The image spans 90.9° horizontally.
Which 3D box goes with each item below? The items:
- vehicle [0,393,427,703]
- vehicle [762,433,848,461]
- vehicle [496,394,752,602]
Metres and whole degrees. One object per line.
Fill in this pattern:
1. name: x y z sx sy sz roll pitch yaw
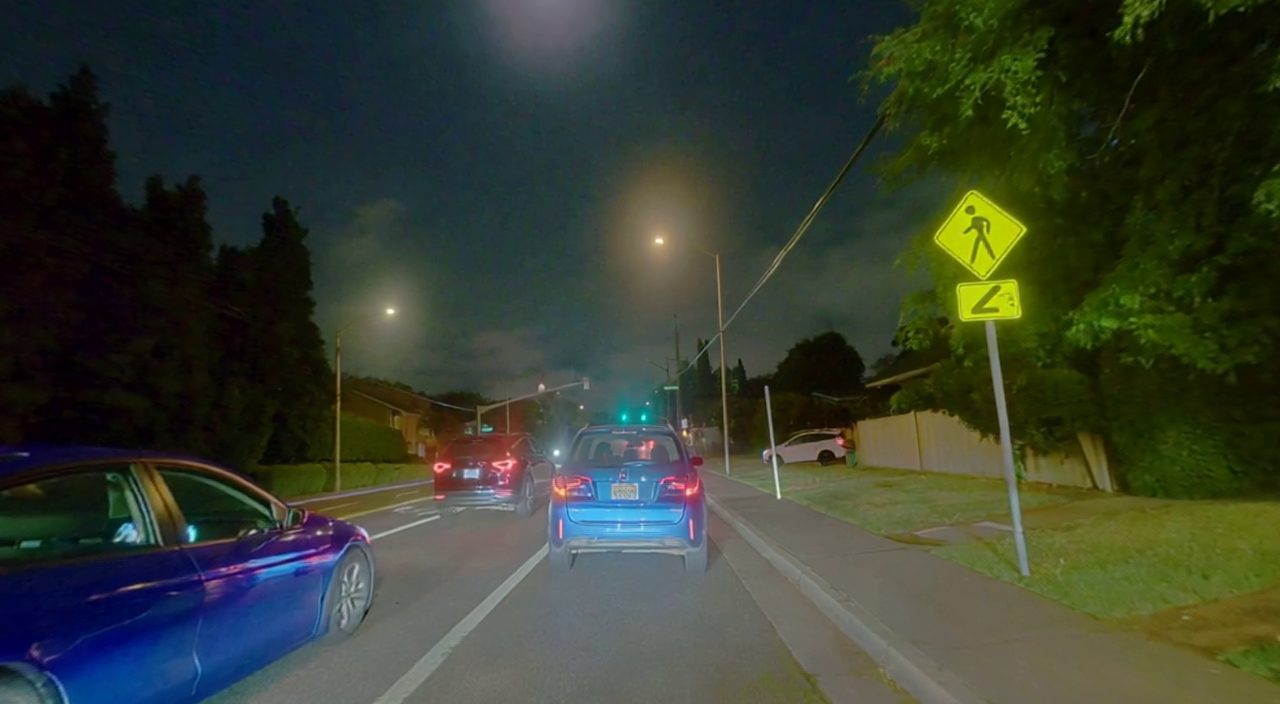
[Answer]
1. vehicle: -2.870 1.042 3.027 1.968 1.472 4.685 0 -9 1
2. vehicle: 9.314 5.434 35.915 4.456 1.504 1.914 -1 -9 6
3. vehicle: -0.135 1.509 7.279 2.120 1.718 3.909 0 -9 0
